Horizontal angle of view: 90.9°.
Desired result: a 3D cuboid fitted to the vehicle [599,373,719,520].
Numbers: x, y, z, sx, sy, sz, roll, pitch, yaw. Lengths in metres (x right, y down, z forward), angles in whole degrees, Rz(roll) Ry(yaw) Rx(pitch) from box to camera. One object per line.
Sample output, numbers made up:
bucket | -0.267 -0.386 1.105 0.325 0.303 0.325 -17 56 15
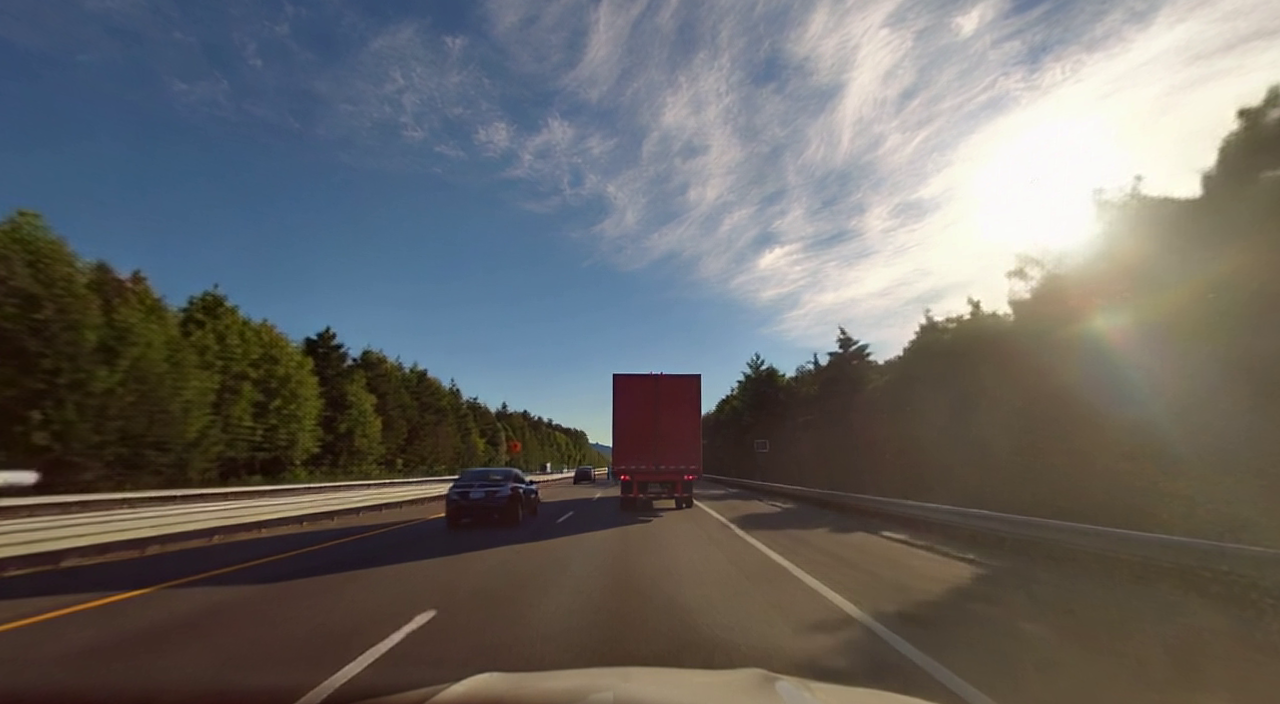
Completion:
vehicle | 0.436 3.246 20.765 3.008 3.678 9.512 1 -10 -1

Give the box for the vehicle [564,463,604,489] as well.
vehicle | -3.507 7.900 40.372 2.079 1.506 4.821 0 -10 1

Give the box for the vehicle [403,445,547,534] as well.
vehicle | -3.582 3.123 14.681 2.076 1.691 4.555 1 -10 0
